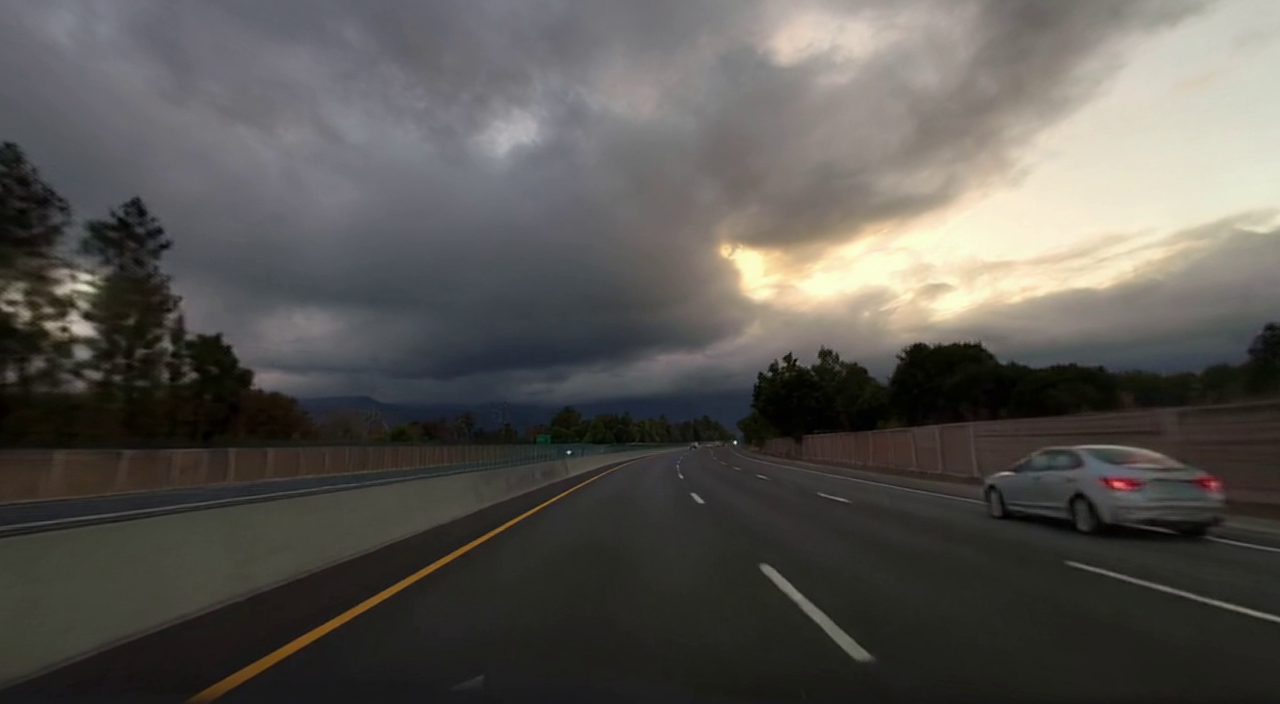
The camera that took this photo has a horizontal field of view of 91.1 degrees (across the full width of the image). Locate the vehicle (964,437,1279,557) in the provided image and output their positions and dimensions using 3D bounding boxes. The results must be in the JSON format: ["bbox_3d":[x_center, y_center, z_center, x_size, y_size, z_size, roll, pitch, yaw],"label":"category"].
[{"bbox_3d":[7.549,2.185,10.299,1.983,1.486,4.545,0,-9,-1],"label":"vehicle"}]
